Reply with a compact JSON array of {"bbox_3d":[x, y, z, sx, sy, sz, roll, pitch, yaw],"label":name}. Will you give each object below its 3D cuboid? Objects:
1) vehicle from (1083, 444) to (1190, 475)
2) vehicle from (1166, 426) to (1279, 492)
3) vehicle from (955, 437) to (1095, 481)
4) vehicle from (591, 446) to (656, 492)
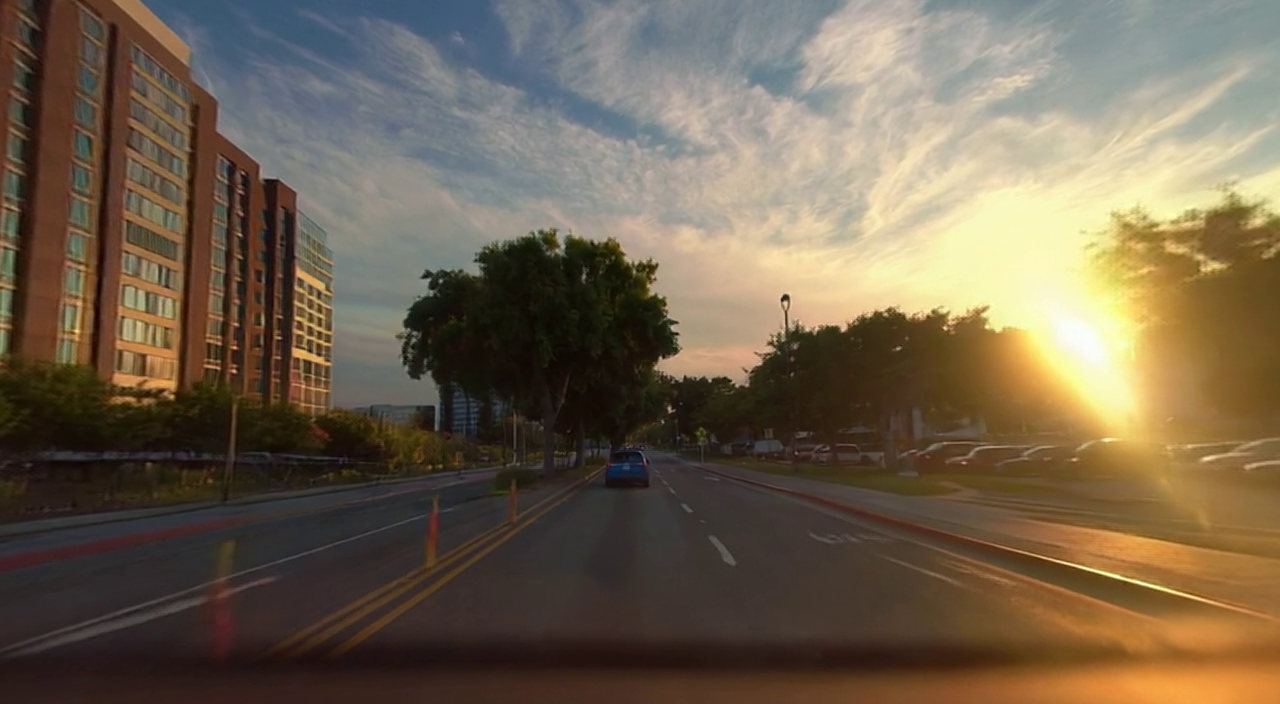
[{"bbox_3d":[24.005,5.199,30.567,3.561,1.455,1.860,0,-9,0],"label":"vehicle"},{"bbox_3d":[15.246,2.543,15.080,1.913,1.470,3.714,0,-9,-3],"label":"vehicle"},{"bbox_3d":[14.476,4.023,23.882,4.003,1.476,1.884,-2,-8,2],"label":"vehicle"},{"bbox_3d":[-0.600,4.097,22.385,2.063,1.442,4.135,0,-9,-2],"label":"vehicle"}]
